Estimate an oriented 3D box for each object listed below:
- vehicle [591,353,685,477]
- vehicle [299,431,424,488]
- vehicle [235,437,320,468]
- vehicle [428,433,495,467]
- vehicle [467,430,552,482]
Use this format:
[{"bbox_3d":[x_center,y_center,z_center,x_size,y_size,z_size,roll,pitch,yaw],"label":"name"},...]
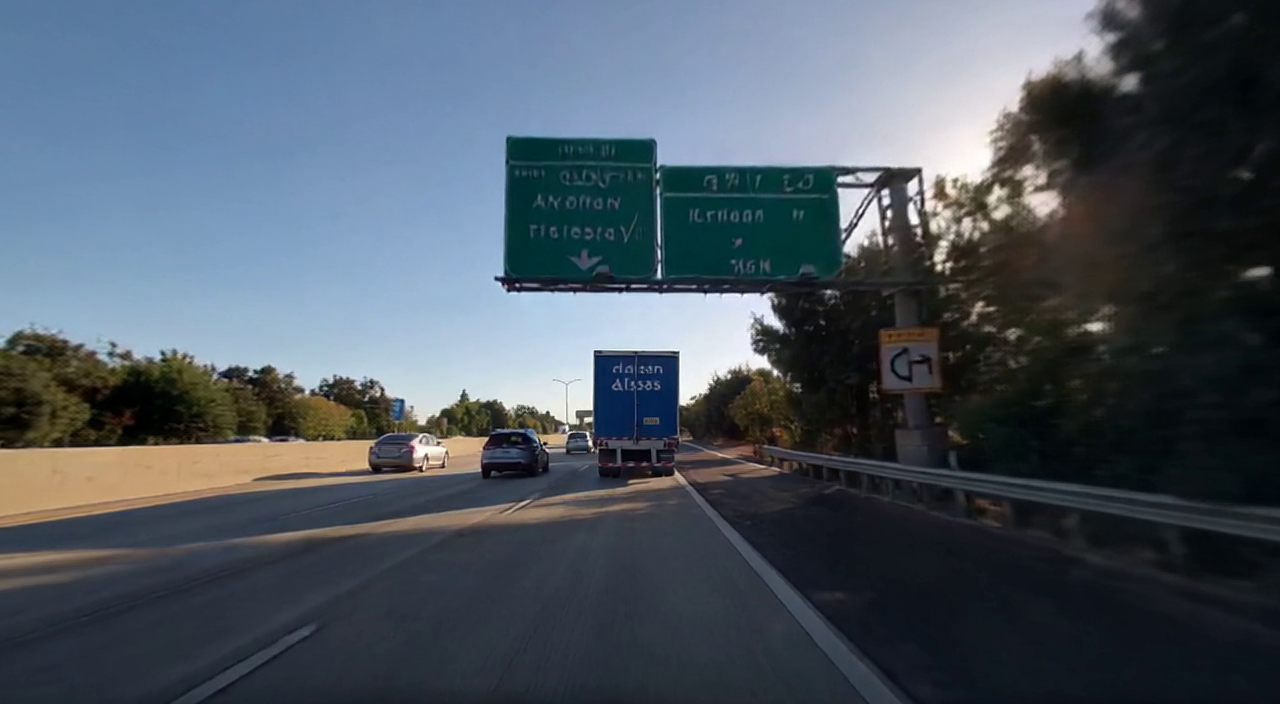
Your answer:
[{"bbox_3d":[-0.214,2.789,26.299,3.118,4.106,10.719,0,-8,-2],"label":"vehicle"},{"bbox_3d":[-8.131,3.136,18.821,1.943,1.500,4.011,0,-8,-1],"label":"vehicle"},{"bbox_3d":[-19.590,5.419,34.217,1.923,1.506,4.408,0,-8,1],"label":"vehicle"},{"bbox_3d":[-8.603,4.745,30.795,1.976,1.510,4.604,0,-8,-1],"label":"vehicle"},{"bbox_3d":[-4.094,3.309,20.383,1.933,1.492,3.838,0,-8,0],"label":"vehicle"}]
